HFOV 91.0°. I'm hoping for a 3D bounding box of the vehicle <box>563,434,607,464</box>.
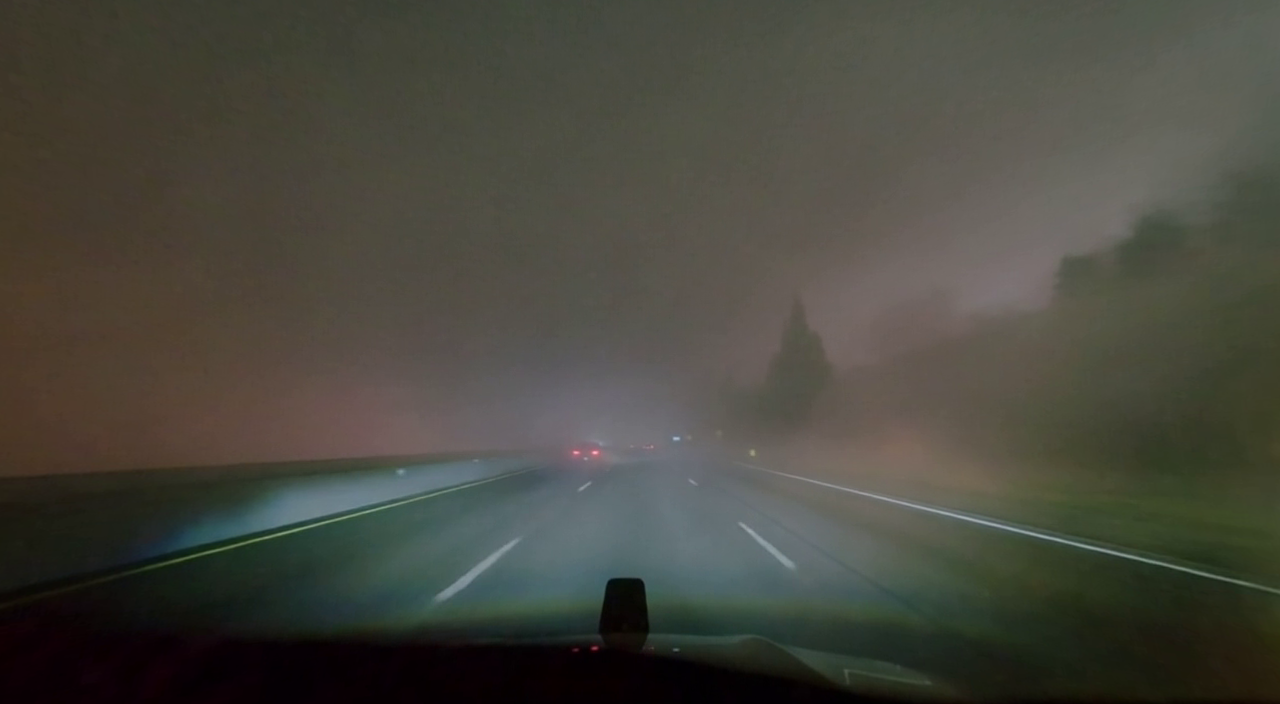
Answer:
[{"bbox_3d":[-3.199,5.804,37.794,2.189,1.707,4.692,0,-8,0],"label":"vehicle"}]
